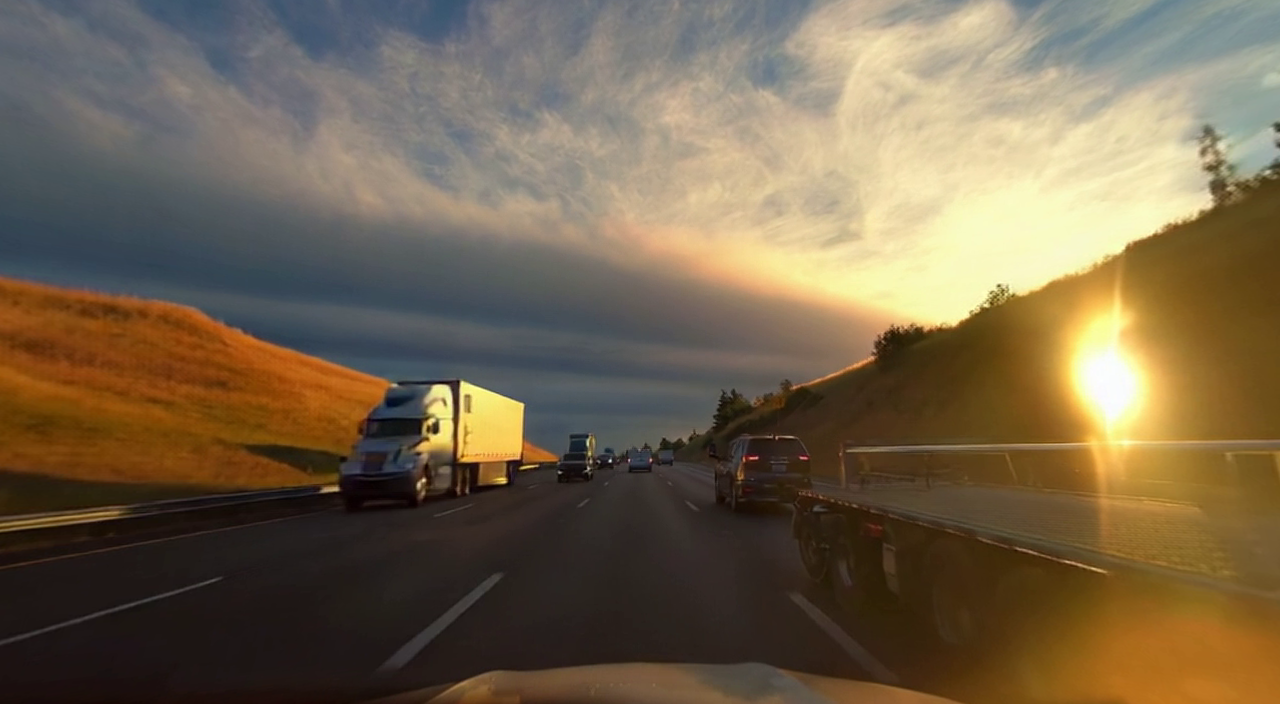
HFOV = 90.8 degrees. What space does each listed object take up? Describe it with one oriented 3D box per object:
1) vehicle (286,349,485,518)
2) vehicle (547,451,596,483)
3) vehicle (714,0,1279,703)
[{"bbox_3d":[-6.705,2.342,17.865,3.004,3.974,5.891,0,-9,0],"label":"vehicle"},{"bbox_3d":[-3.629,6.206,34.284,2.088,1.589,4.464,0,-9,1],"label":"vehicle"},{"bbox_3d":[3.397,0.753,8.789,2.845,4.071,14.008,0,-9,-1],"label":"vehicle"}]
